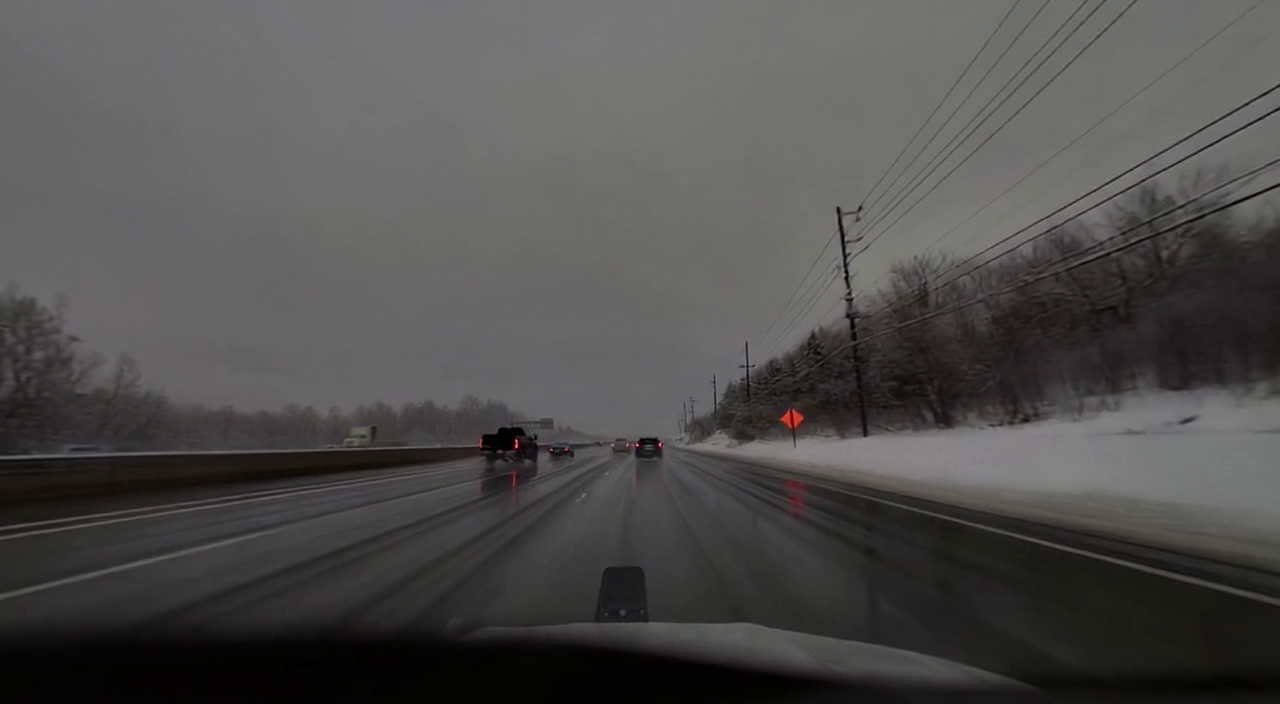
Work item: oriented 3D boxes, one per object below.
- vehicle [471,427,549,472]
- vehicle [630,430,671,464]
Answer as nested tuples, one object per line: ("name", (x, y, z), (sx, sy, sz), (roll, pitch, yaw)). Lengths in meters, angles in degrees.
("vehicle", (-6.307, 4.847, 31.614), (2.460, 1.992, 6.474), (0, -8, 0))
("vehicle", (0.654, 6.134, 40.897), (2.448, 2.025, 5.193), (0, -8, 0))
